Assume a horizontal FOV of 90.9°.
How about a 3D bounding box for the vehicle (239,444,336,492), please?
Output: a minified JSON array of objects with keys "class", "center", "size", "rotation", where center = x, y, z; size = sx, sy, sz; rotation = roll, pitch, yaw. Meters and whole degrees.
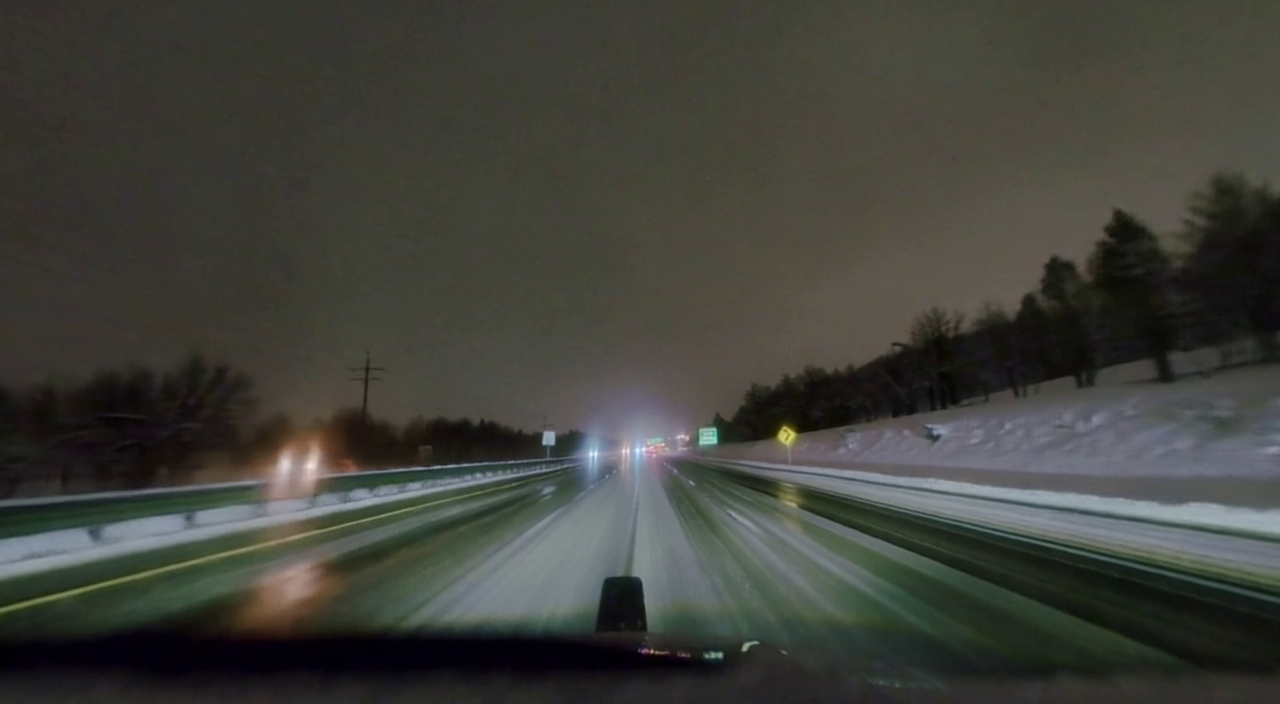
[{"class":"vehicle","center":[-18.631,6.112,33.655],"size":[2.135,2.308,5.136],"rotation":[0,-9,0]}]
